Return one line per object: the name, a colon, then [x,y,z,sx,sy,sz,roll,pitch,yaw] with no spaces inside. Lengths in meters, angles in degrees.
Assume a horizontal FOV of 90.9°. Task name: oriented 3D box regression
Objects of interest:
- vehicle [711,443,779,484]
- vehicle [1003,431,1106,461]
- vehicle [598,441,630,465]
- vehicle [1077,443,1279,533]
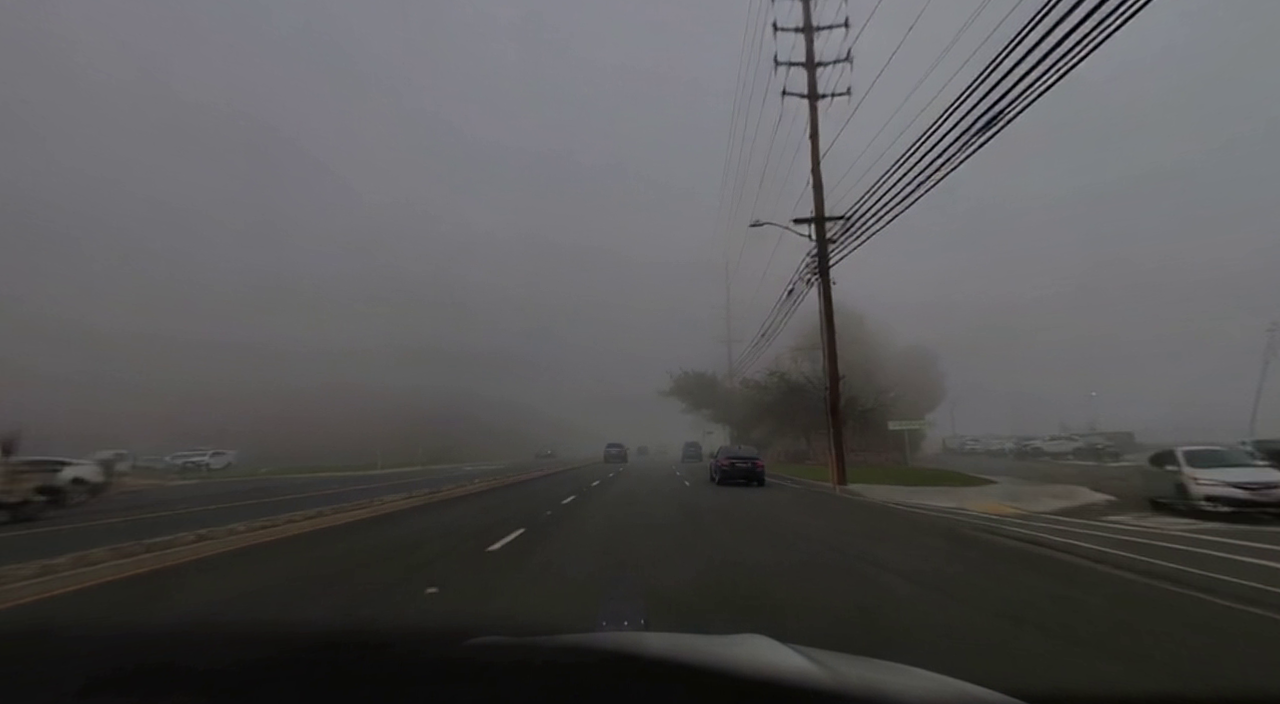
vehicle: [4.011,4.332,24.759,1.978,1.455,4.195,0,-9,0]
vehicle: [28.126,6.376,42.836,5.612,1.850,2.328,1,-9,-10]
vehicle: [-1.843,7.353,45.917,2.047,1.664,4.148,-1,-9,2]
vehicle: [11.419,2.612,12.512,4.144,1.540,1.913,0,-7,-5]
